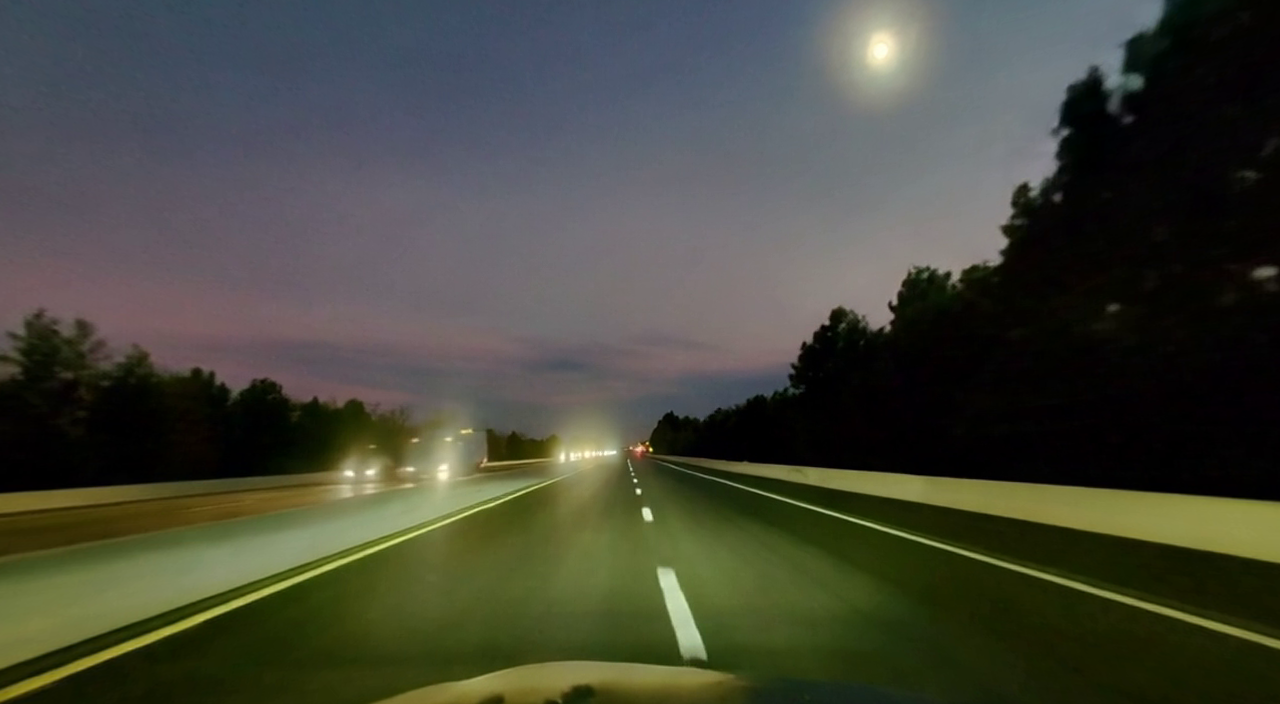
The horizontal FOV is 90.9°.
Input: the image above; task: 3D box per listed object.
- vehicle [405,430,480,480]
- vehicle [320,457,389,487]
[{"bbox_3d":[-11.438,6.041,37.152,2.317,2.613,6.793,0,-9,-1],"label":"vehicle"},{"bbox_3d":[-15.676,6.573,34.843,1.874,1.461,4.339,0,-9,-2],"label":"vehicle"}]
